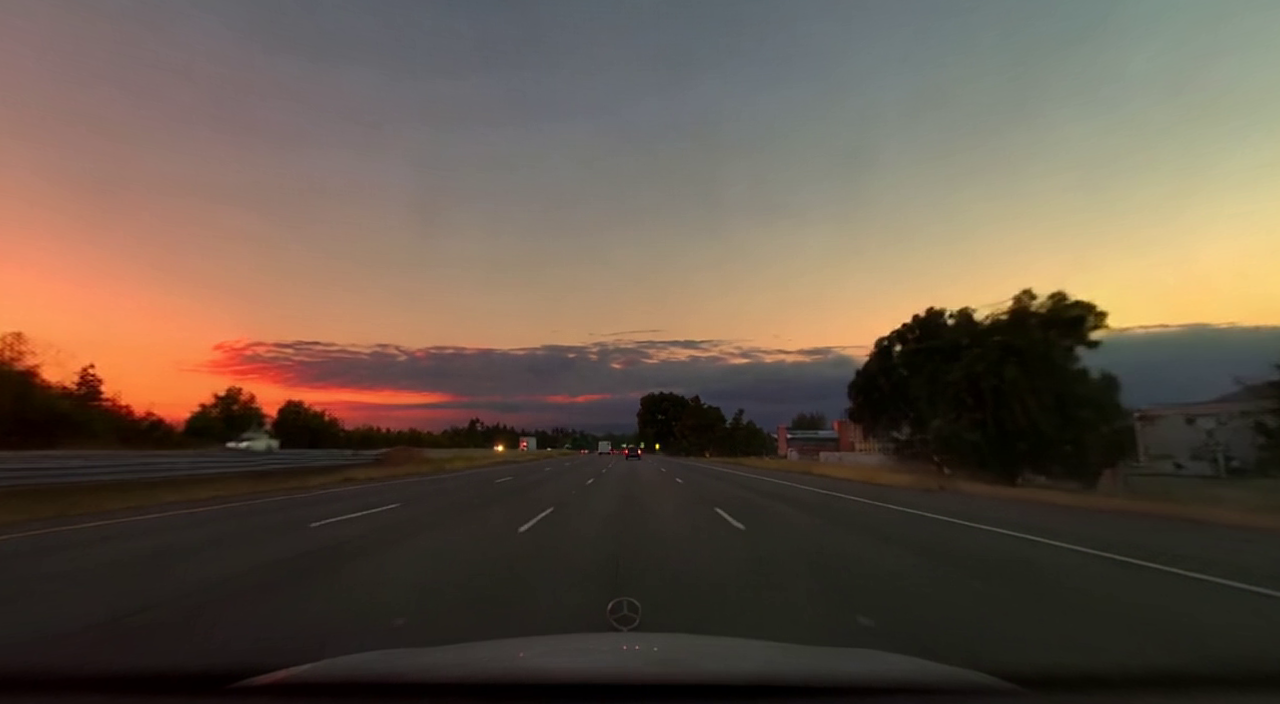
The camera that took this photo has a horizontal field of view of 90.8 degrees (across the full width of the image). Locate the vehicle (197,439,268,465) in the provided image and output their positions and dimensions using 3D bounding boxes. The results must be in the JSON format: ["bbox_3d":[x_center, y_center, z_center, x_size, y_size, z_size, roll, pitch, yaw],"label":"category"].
[{"bbox_3d":[-25.066,6.170,38.936,1.786,1.465,3.860,0,-9,-1],"label":"vehicle"}]
